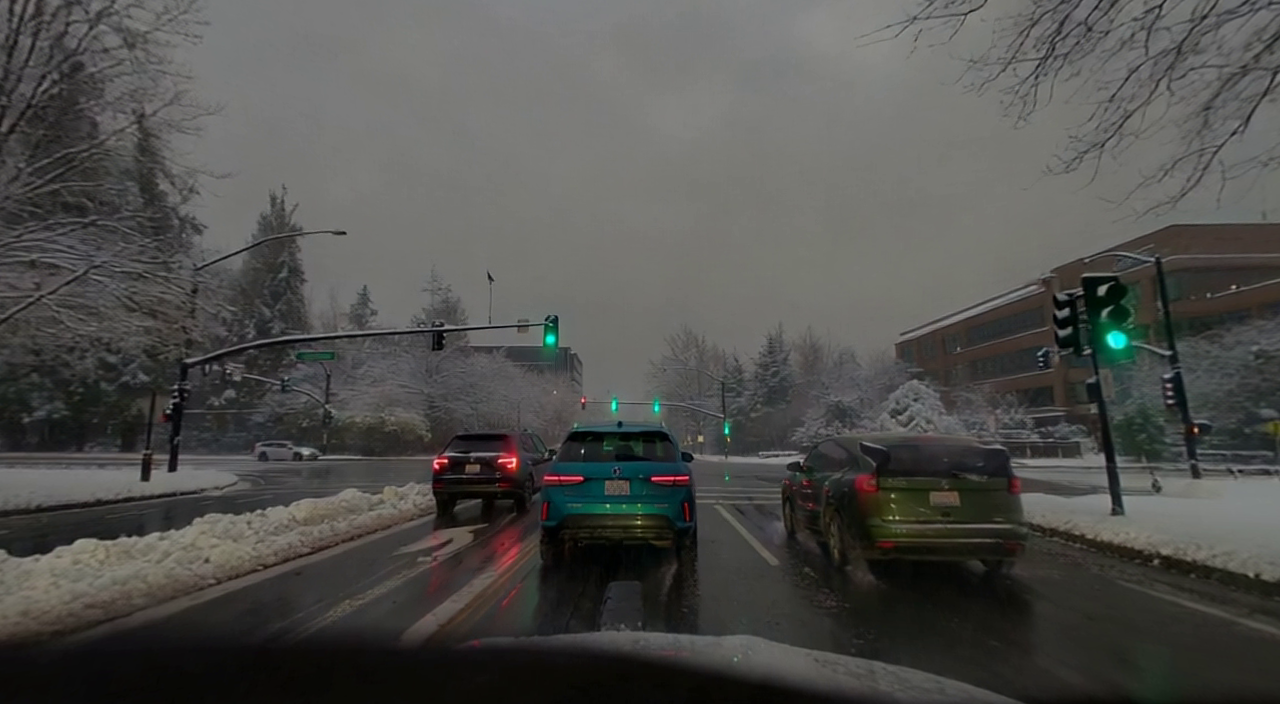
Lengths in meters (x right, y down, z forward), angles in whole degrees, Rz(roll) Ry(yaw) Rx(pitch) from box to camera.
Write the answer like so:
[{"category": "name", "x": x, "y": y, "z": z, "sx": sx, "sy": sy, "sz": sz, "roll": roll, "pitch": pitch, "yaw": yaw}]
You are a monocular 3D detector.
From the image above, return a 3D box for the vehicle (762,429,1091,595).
[{"category": "vehicle", "x": 3.020, "y": 1.777, "z": 7.957, "sx": 2.056, "sy": 1.468, "sz": 4.520, "roll": 0, "pitch": -8, "yaw": 0}]

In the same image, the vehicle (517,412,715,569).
[{"category": "vehicle", "x": -0.239, "y": 1.792, "z": 8.883, "sx": 2.108, "sy": 1.654, "sz": 4.235, "roll": 0, "pitch": -8, "yaw": 0}]

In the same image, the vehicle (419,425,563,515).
[{"category": "vehicle", "x": -3.013, "y": 2.486, "z": 13.699, "sx": 1.987, "sy": 1.633, "sz": 4.005, "roll": 0, "pitch": -8, "yaw": 3}]
